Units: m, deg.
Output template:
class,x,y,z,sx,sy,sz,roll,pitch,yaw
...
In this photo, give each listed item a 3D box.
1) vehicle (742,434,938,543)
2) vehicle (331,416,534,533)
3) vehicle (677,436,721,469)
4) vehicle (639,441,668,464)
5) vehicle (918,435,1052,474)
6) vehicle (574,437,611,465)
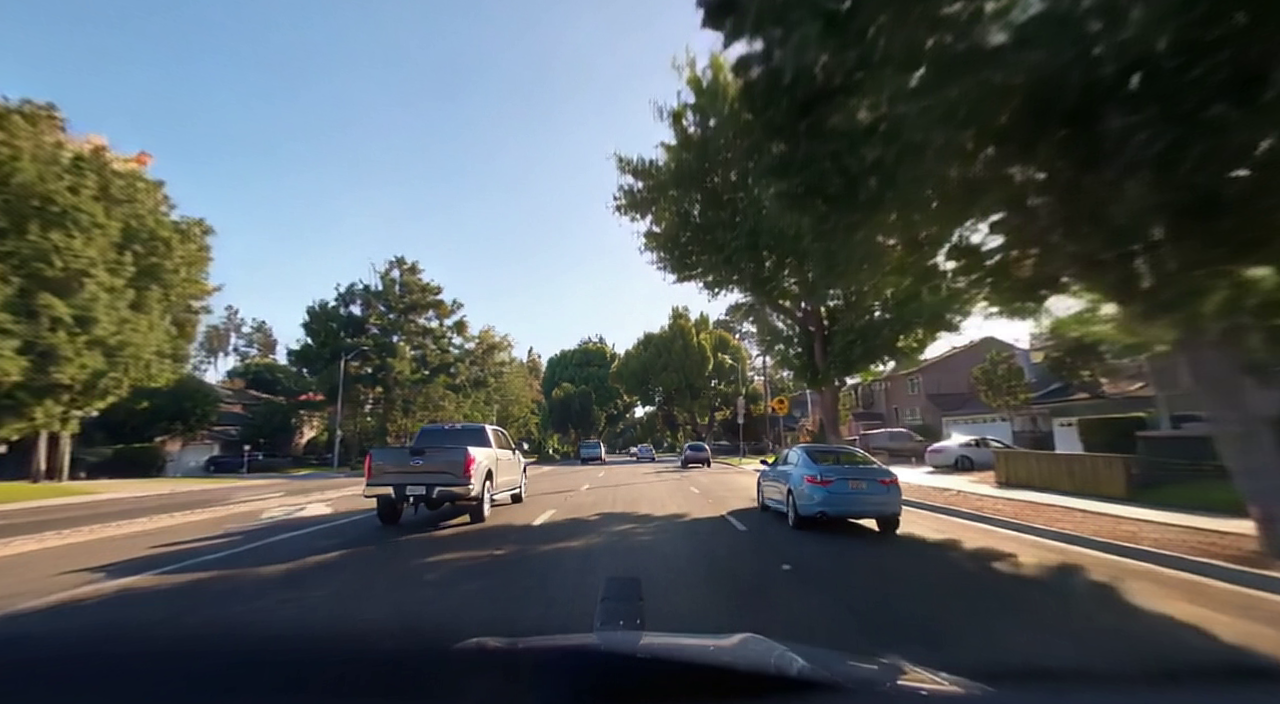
class,x,y,z,sx,sy,sz,roll,pitch,yaw
vehicle,3.065,2.161,10.735,1.884,1.463,4.195,0,-8,-1
vehicle,-3.579,2.225,12.232,2.111,1.745,5.274,0,-8,0
vehicle,3.462,6.005,37.956,2.099,1.845,4.363,0,-8,-2
vehicle,1.000,7.560,47.880,1.997,1.636,3.760,0,-8,-2
vehicle,13.796,4.111,25.477,4.300,1.487,1.877,0,-8,3
vehicle,-3.290,6.919,44.341,2.218,1.829,4.492,0,-8,0
